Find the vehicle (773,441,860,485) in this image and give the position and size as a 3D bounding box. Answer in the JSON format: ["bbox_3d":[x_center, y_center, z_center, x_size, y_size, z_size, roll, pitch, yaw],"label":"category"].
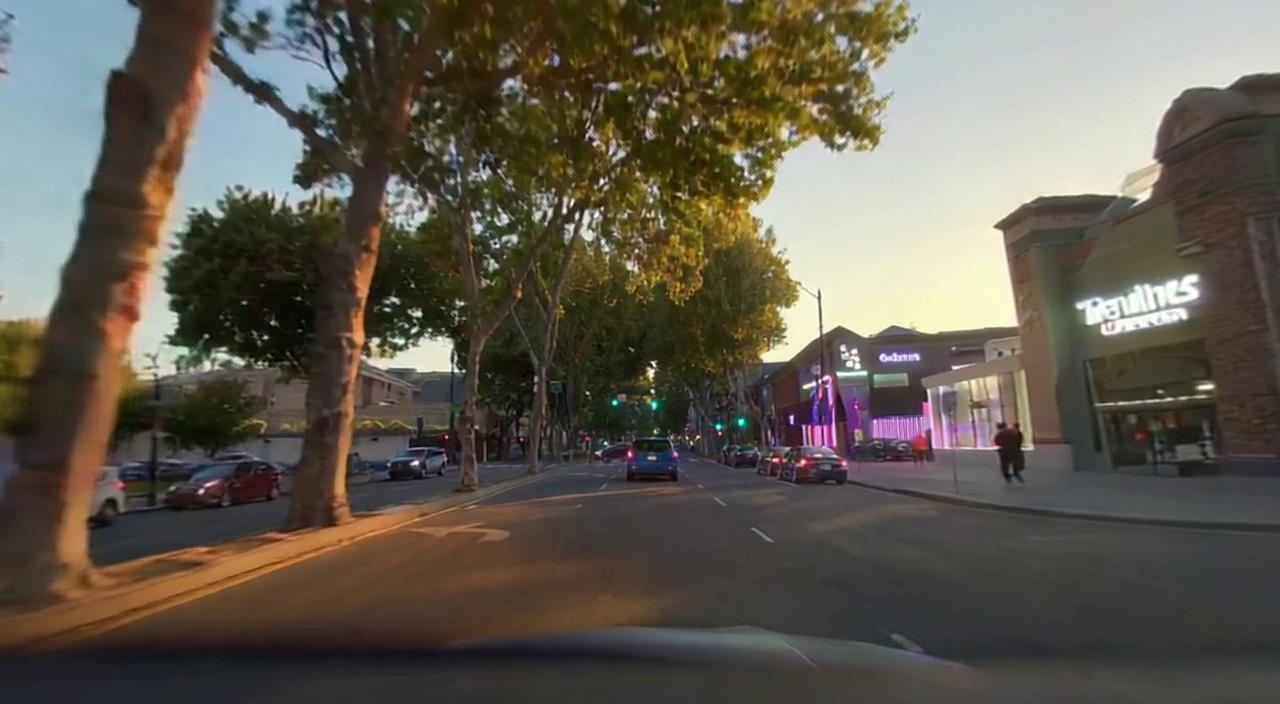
[{"bbox_3d":[6.542,4.159,23.993,2.048,1.484,4.709,-1,-9,2],"label":"vehicle"}]

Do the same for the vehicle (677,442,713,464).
[{"bbox_3d":[3.854,7.161,44.780,2.209,1.478,4.138,0,-8,0],"label":"vehicle"}]

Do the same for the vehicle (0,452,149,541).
[{"bbox_3d":[-13.712,3.134,13.913,2.148,1.694,4.561,-3,-8,0],"label":"vehicle"}]

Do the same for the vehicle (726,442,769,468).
[{"bbox_3d":[6.872,6.633,40.867,1.986,1.515,4.265,0,-9,0],"label":"vehicle"}]

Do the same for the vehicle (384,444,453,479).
[{"bbox_3d":[-13.321,6.605,38.444,2.197,1.985,5.183,-1,-8,2],"label":"vehicle"}]

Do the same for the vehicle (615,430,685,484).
[{"bbox_3d":[0.343,3.924,23.856,2.382,1.796,4.610,0,-8,0],"label":"vehicle"}]

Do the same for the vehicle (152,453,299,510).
[{"bbox_3d":[-13.690,4.269,21.277,1.934,1.639,4.387,0,-8,0],"label":"vehicle"}]
